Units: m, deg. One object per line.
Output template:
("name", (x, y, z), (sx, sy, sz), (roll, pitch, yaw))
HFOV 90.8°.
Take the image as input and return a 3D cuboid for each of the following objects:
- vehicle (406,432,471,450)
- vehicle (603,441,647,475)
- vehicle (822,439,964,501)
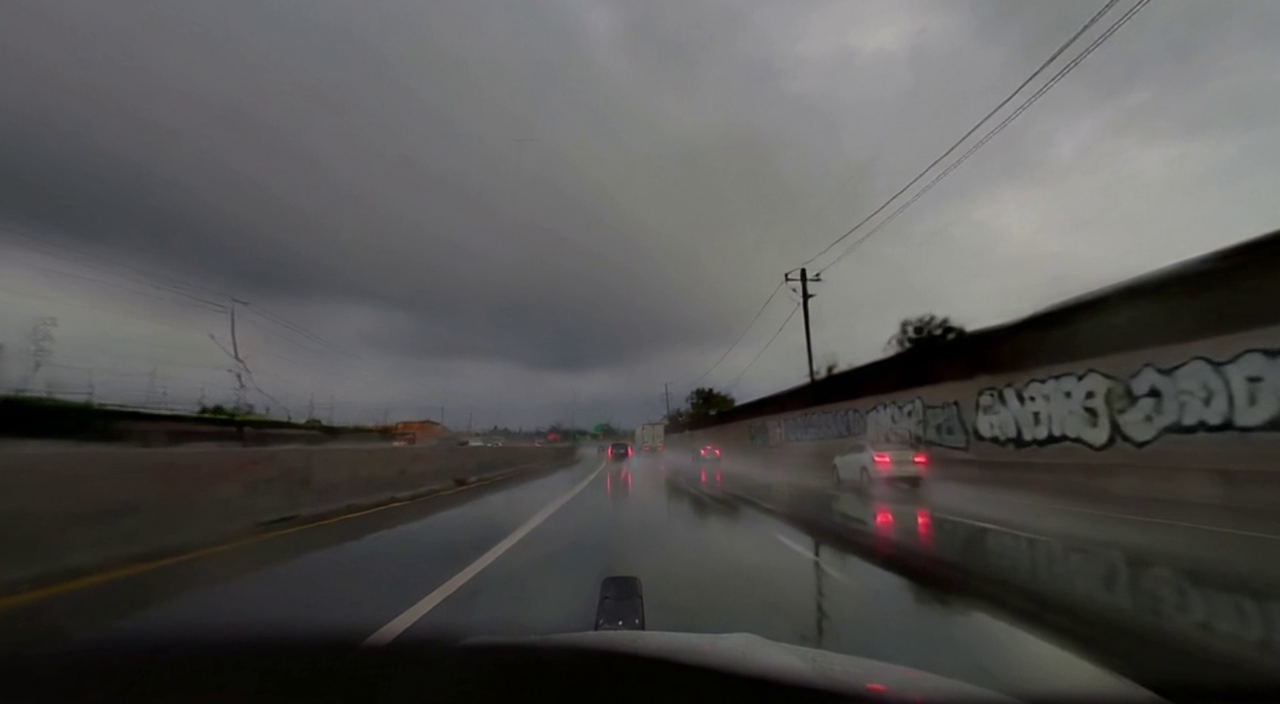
("vehicle", (-10.113, 4.535, 31.989), (1.953, 0.845, 4.123), (0, -9, 0))
("vehicle", (-0.803, 5.560, 33.284), (2.191, 1.685, 3.353), (0, -9, -1))
("vehicle", (7.004, 3.300, 18.143), (2.032, 1.525, 4.631), (0, -9, -1))
